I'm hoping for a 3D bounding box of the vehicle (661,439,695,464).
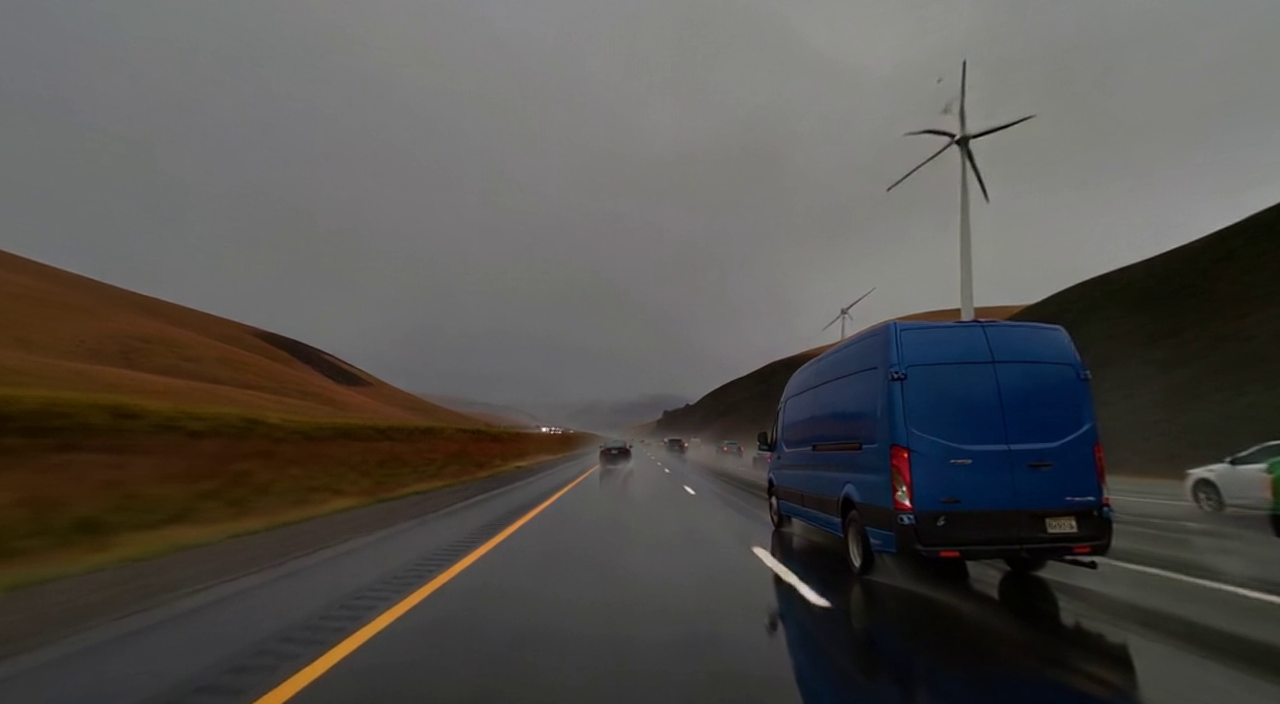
[{"bbox_3d":[2.673,7.185,45.612,2.108,1.717,3.996,0,-9,-2],"label":"vehicle"}]

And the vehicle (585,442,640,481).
[{"bbox_3d":[-1.071,4.417,25.820,2.082,1.445,3.826,0,-8,-1],"label":"vehicle"}]

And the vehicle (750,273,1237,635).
[{"bbox_3d":[3.026,1.125,7.500,2.365,2.630,5.754,0,-9,0],"label":"vehicle"}]
